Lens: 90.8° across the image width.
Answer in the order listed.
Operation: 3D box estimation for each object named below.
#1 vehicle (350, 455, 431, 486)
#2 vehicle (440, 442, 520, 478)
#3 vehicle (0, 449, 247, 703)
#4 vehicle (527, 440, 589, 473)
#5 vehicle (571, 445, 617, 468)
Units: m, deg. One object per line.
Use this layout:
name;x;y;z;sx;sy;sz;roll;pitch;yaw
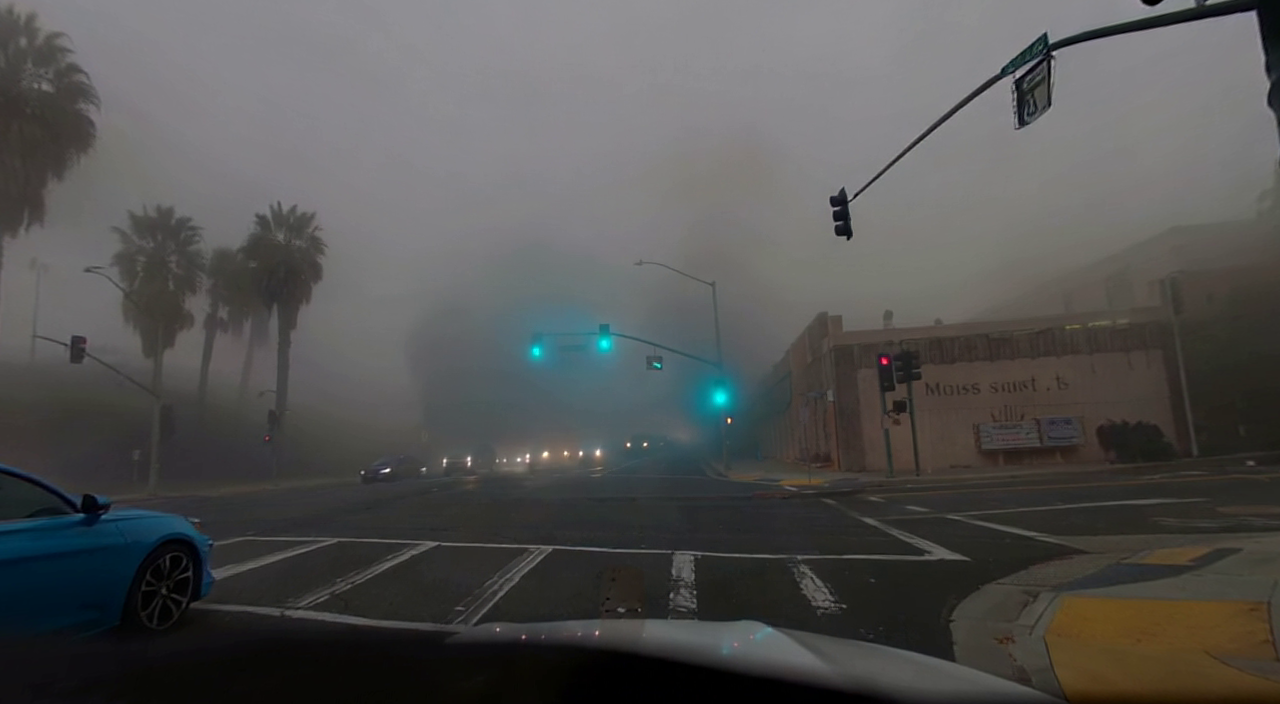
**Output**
vehicle;-12.769;6.080;32.686;1.880;1.440;4.418;-1;-9;8
vehicle;-8.637;5.883;34.695;2.152;1.825;5.406;-2;-9;10
vehicle;-3.695;1.020;2.242;1.850;1.325;4.295;0;-9;0
vehicle;-4.642;6.008;36.488;2.092;1.709;4.775;-2;-9;12
vehicle;-3.152;7.238;44.016;1.839;1.468;4.549;-2;-9;14
